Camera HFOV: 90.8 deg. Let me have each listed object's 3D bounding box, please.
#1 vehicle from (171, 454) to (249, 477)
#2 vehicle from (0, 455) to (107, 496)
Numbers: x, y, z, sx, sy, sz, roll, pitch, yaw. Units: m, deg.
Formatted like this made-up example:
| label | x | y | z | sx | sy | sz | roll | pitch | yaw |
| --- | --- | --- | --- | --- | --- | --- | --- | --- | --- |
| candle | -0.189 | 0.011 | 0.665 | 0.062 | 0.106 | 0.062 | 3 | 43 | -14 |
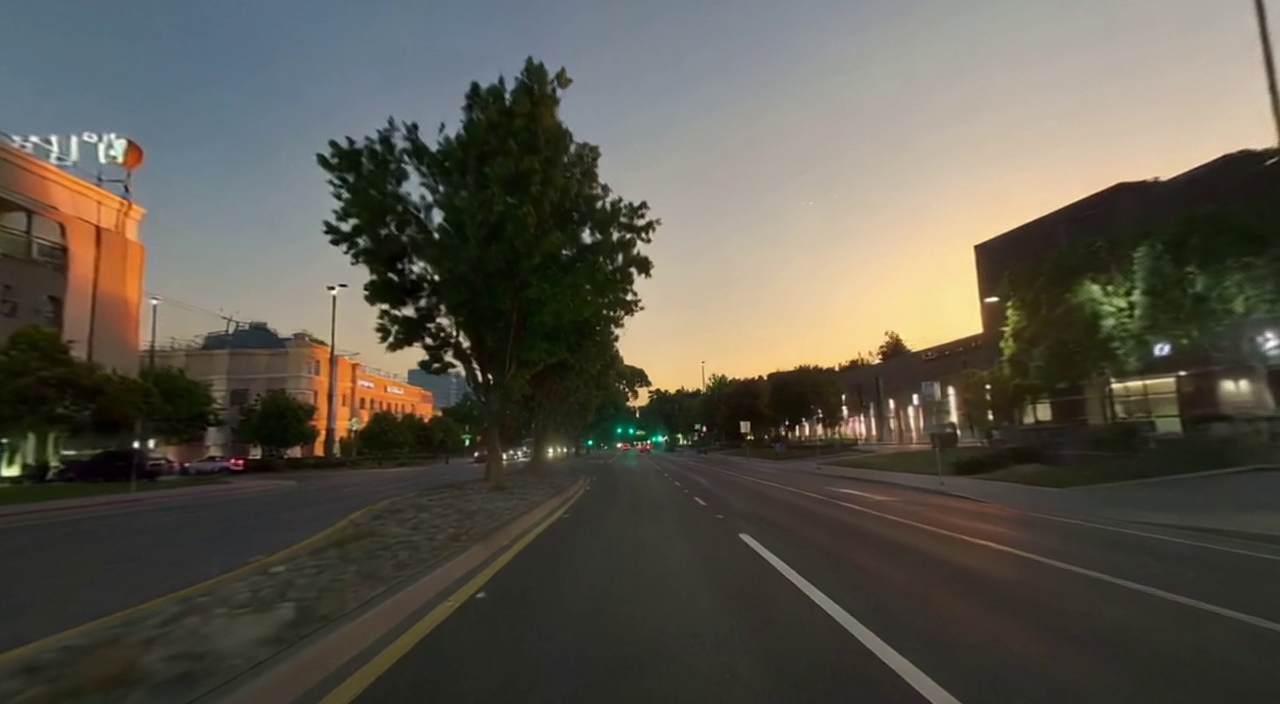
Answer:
| label | x | y | z | sx | sy | sz | roll | pitch | yaw |
| --- | --- | --- | --- | --- | --- | --- | --- | --- | --- |
| vehicle | -32.161 | 8.482 | 47.287 | 4.486 | 1.614 | 1.950 | -1 | -9 | 4 |
| vehicle | -24.131 | 4.860 | 25.021 | 4.213 | 1.493 | 1.875 | 0 | -9 | -1 |
